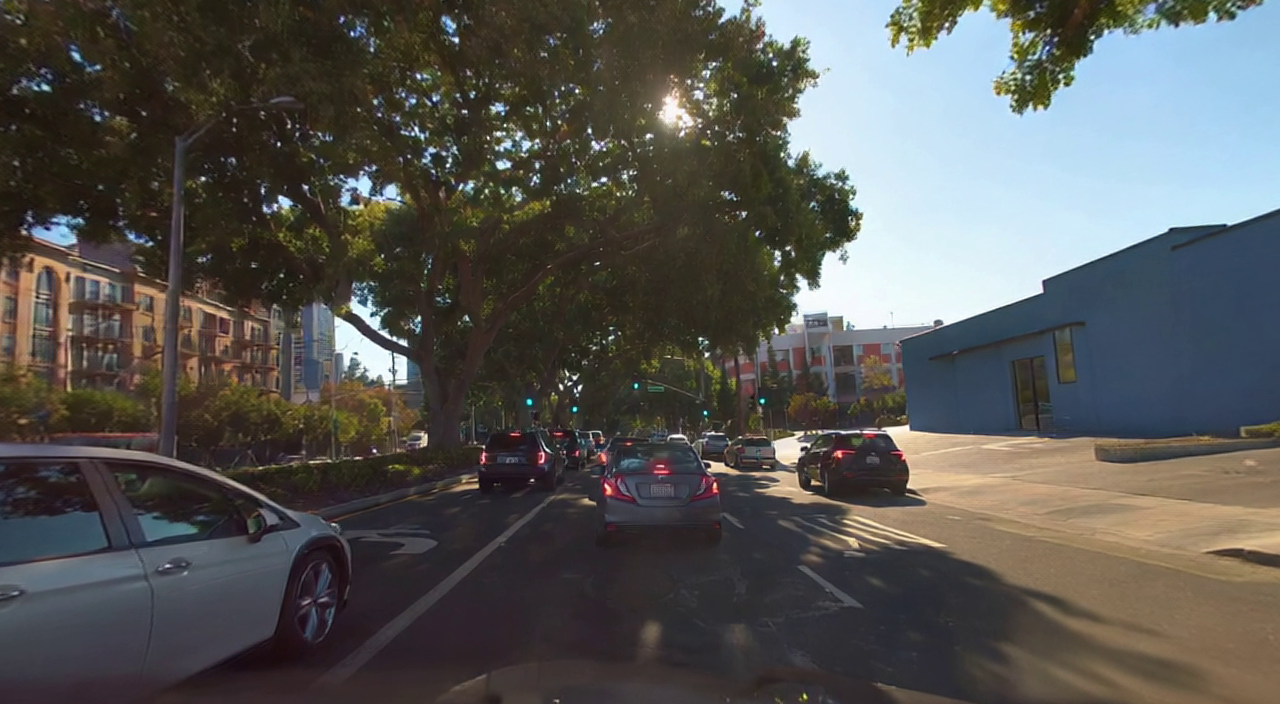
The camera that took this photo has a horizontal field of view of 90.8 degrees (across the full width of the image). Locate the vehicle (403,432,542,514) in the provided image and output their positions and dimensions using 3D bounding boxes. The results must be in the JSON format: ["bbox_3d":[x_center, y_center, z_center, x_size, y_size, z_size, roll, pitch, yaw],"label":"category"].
[{"bbox_3d":[-3.514,2.625,14.240,1.901,1.522,4.556,0,-9,0],"label":"vehicle"}]

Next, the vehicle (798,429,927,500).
[{"bbox_3d":[6.338,3.255,18.681,2.025,1.808,4.579,0,-9,-2],"label":"vehicle"}]

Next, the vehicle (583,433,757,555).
[{"bbox_3d":[0.270,1.996,9.578,2.095,1.438,3.843,0,-9,-3],"label":"vehicle"}]

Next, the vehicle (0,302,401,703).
[{"bbox_3d":[-3.270,0.928,3.387,2.152,1.802,4.628,0,-9,0],"label":"vehicle"}]
